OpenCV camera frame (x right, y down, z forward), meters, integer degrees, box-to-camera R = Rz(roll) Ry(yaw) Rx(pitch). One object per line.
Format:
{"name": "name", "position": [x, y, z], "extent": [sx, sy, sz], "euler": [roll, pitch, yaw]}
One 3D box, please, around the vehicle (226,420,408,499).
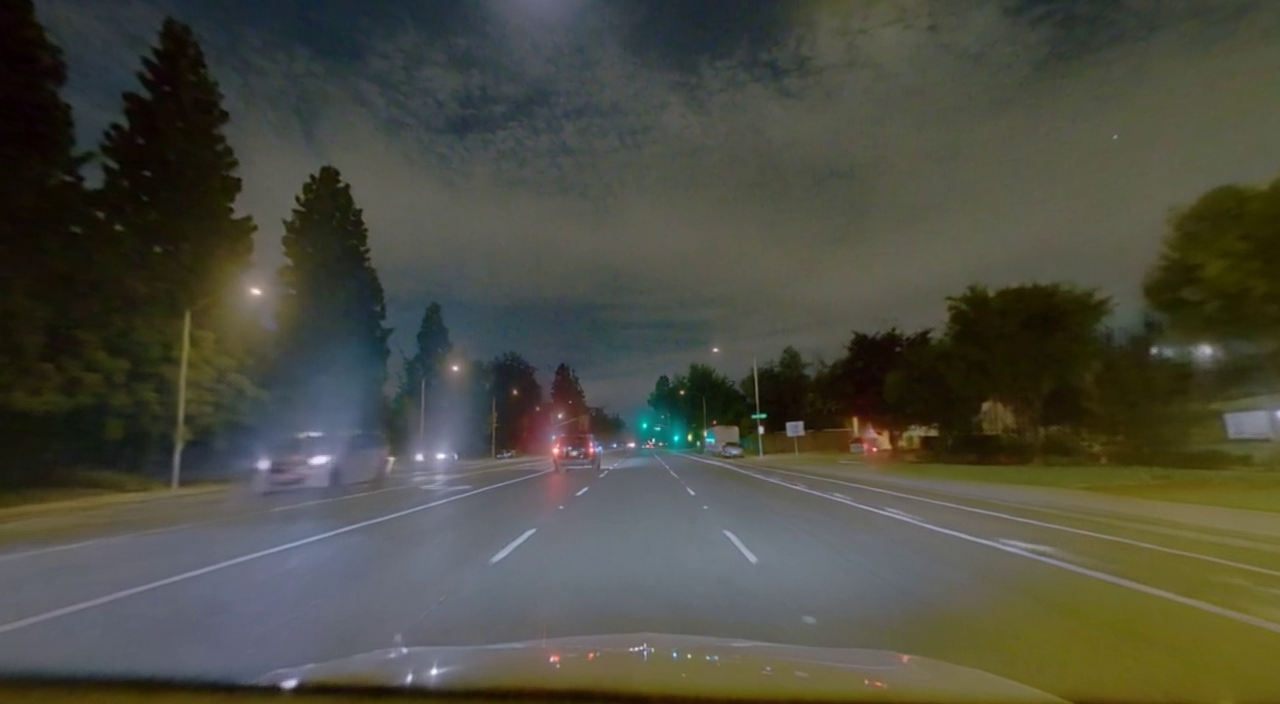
{"name": "vehicle", "position": [-9.210, 3.139, 18.805], "extent": [2.302, 1.969, 5.769], "euler": [0, -8, 1]}

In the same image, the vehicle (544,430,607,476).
{"name": "vehicle", "position": [-2.747, 4.447, 27.975], "extent": [2.179, 1.851, 4.756], "euler": [0, -8, 1]}

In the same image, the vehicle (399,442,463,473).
{"name": "vehicle", "position": [-12.516, 6.328, 38.140], "extent": [2.210, 1.720, 4.800], "euler": [0, -8, 0]}
